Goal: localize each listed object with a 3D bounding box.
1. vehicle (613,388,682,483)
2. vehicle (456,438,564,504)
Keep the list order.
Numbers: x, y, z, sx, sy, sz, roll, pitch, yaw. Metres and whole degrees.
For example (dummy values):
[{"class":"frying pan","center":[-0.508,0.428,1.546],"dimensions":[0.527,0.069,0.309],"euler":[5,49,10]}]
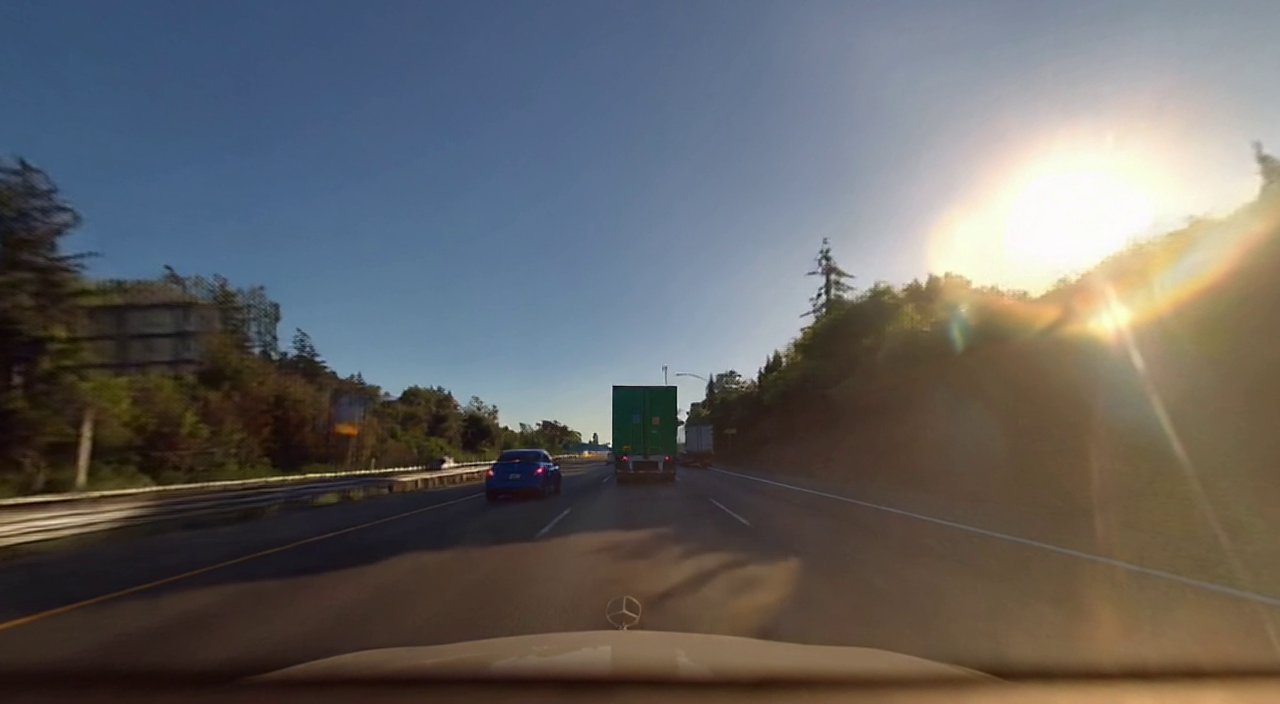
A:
[{"class":"vehicle","center":[0.296,4.418,32.600],"dimensions":[2.932,4.042,11.054],"euler":[0,-9,0]},{"class":"vehicle","center":[-3.572,3.359,18.258],"dimensions":[2.173,1.657,4.401],"euler":[0,-9,0]}]
